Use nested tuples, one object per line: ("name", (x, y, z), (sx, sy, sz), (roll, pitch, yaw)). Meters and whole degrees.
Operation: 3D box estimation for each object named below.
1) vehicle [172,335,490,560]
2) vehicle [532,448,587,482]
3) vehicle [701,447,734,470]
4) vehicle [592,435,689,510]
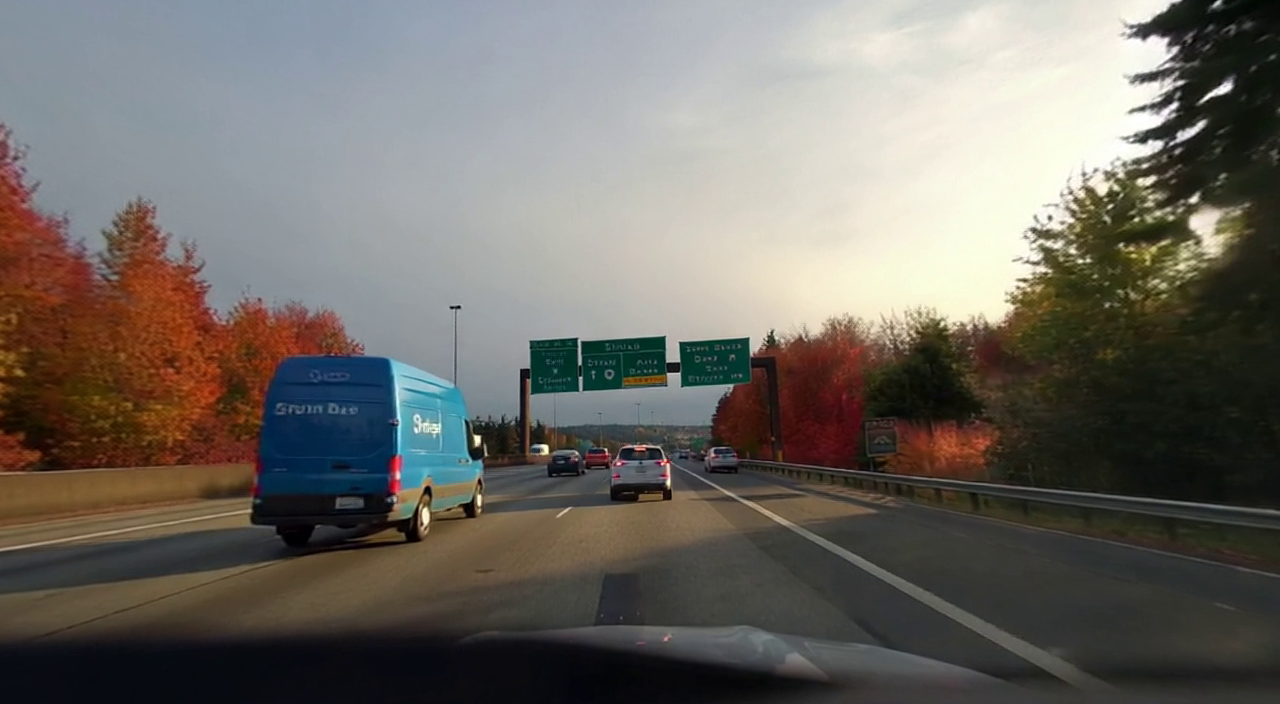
("vehicle", (-4.397, 1.568, 10.486), (2.275, 2.692, 5.810), (0, -9, 0))
("vehicle", (-3.759, 5.353, 29.998), (2.015, 1.496, 4.312), (0, -9, 1))
("vehicle", (5.511, 7.642, 45.124), (1.962, 1.503, 4.432), (-1, -9, 2))
("vehicle", (0.019, 3.051, 16.326), (2.195, 1.679, 4.070), (0, -9, 1))
